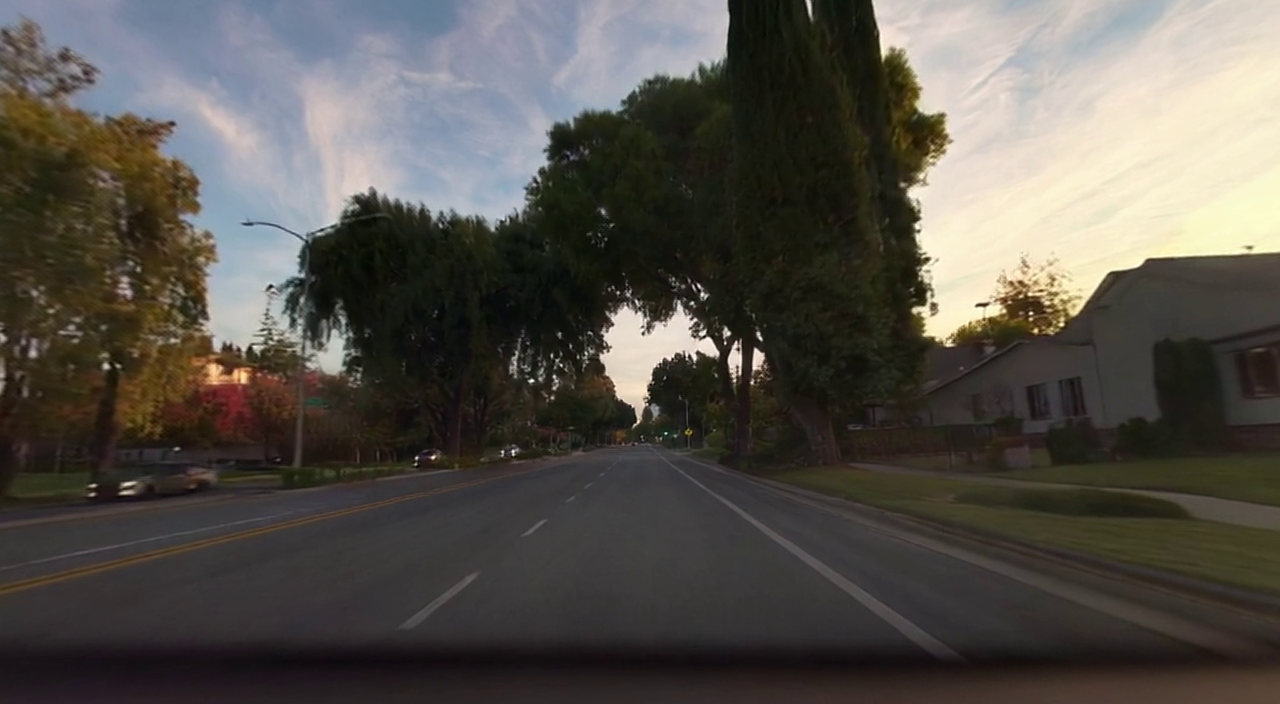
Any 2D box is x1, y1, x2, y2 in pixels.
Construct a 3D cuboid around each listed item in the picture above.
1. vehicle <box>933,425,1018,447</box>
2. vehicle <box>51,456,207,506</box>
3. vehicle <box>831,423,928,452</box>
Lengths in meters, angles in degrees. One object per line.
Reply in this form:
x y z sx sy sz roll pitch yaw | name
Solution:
23.107 5.830 43.650 4.761 1.457 1.894 0 -9 1 | vehicle
-18.361 4.627 23.046 1.846 1.515 4.538 0 -8 1 | vehicle
16.447 5.918 43.541 5.702 1.899 2.294 0 -8 0 | vehicle
